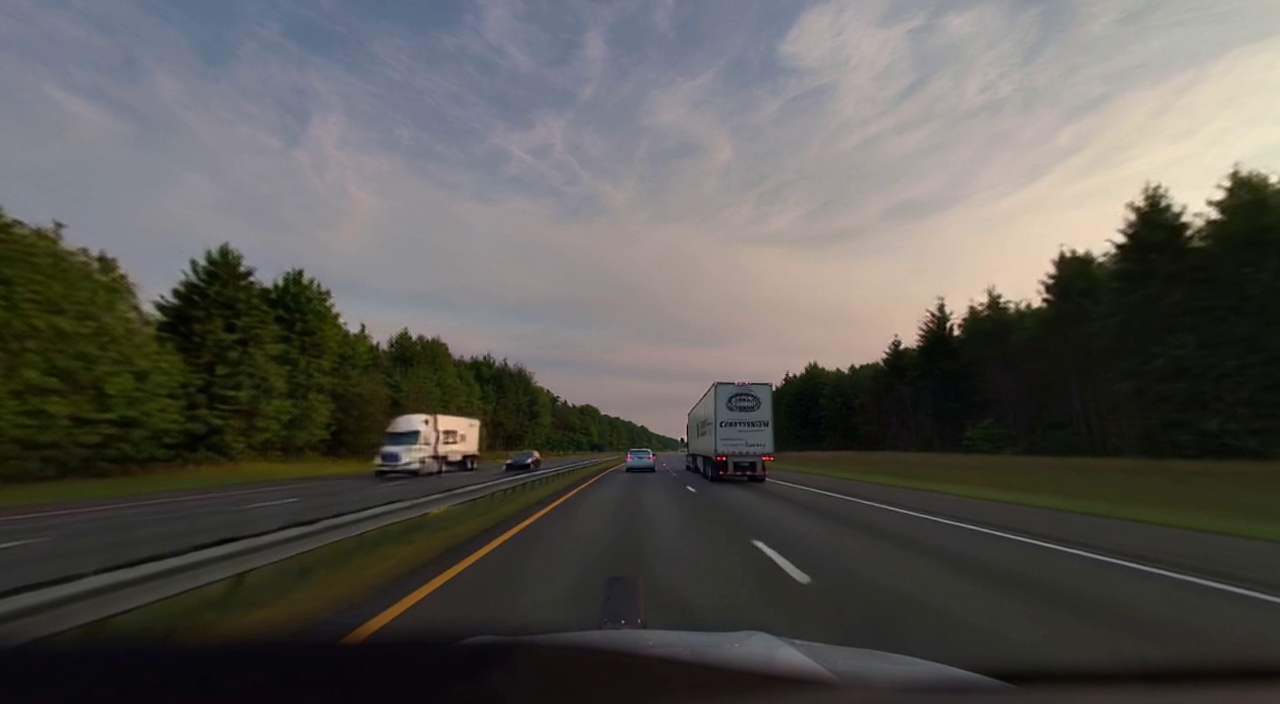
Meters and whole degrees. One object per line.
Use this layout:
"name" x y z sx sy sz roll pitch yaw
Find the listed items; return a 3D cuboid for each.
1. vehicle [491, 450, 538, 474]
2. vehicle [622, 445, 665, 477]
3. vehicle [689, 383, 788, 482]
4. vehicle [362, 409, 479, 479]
"vehicle" -8.158 7.188 41.390 1.975 1.514 4.708 0 -9 2
"vehicle" 0.181 5.527 32.138 2.074 1.475 3.960 0 -9 0
"vehicle" 4.633 4.455 33.329 2.909 4.074 14.457 0 -9 0
"vehicle" -13.247 5.795 39.491 3.135 3.736 10.955 0 -9 2
